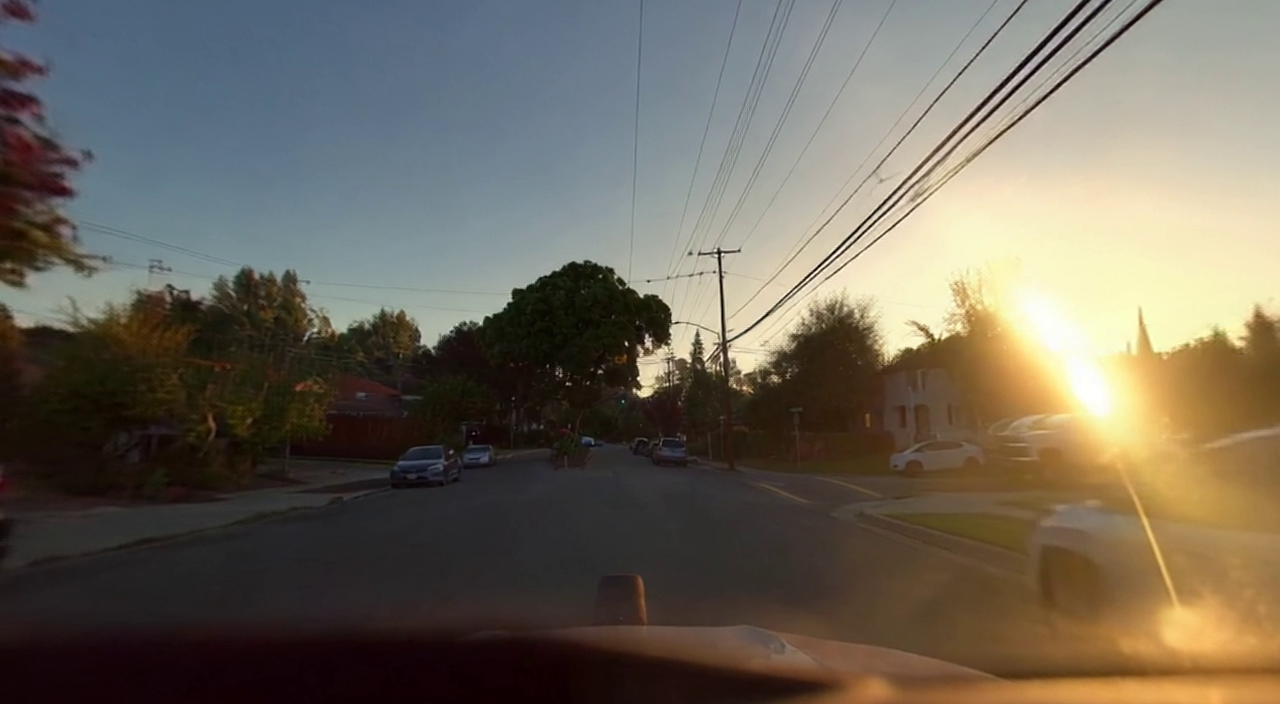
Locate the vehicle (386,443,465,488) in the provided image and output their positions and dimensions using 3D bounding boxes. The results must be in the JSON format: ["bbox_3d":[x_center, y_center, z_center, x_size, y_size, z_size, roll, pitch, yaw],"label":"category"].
[{"bbox_3d":[-7.722,4.091,23.162,1.997,1.456,4.319,1,-9,-9],"label":"vehicle"}]

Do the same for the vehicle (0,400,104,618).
[{"bbox_3d":[-6.468,1.066,3.635,2.158,1.817,5.230,0,-9,0],"label":"vehicle"}]

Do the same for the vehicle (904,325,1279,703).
[{"bbox_3d":[3.481,0.841,2.725,2.178,1.757,5.495,0,-9,-2],"label":"vehicle"}]

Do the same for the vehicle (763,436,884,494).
[{"bbox_3d":[5.931,3.545,20.177,1.944,1.636,4.140,-8,-12,43],"label":"vehicle"}]

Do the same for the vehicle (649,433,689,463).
[{"bbox_3d":[1.995,6.925,45.613,2.173,1.992,5.891,1,-9,-4],"label":"vehicle"}]

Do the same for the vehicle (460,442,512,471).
[{"bbox_3d":[-8.713,5.821,35.487,2.033,1.477,4.626,4,-9,-23],"label":"vehicle"}]
